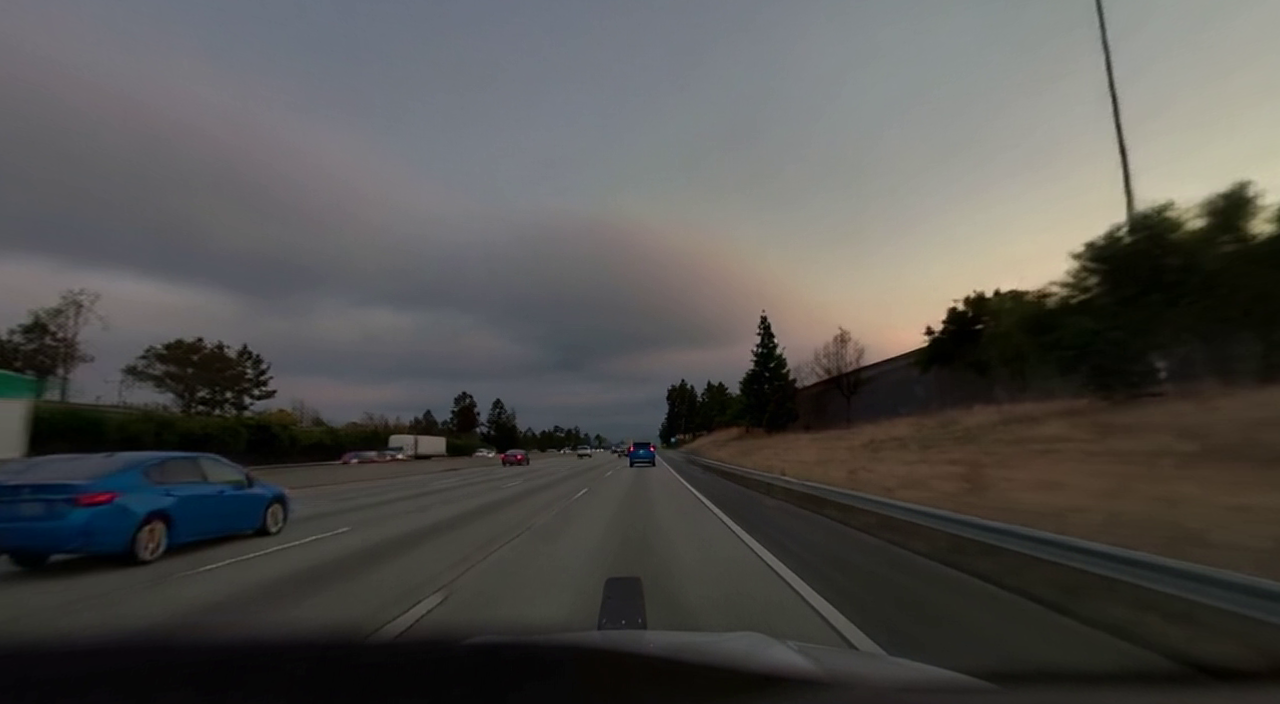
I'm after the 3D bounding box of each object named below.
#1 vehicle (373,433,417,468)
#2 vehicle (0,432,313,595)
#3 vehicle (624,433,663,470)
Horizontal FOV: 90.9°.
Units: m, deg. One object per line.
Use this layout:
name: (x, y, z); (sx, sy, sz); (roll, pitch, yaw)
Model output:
vehicle: (-16.658, 6.709, 43.009); (1.677, 2.162, 3.235); (-4, -9, 2)
vehicle: (-6.624, 1.914, 8.431); (2.116, 1.570, 4.377); (0, -8, 1)
vehicle: (0.186, 6.253, 39.705); (2.318, 2.145, 4.561); (0, -8, 0)
